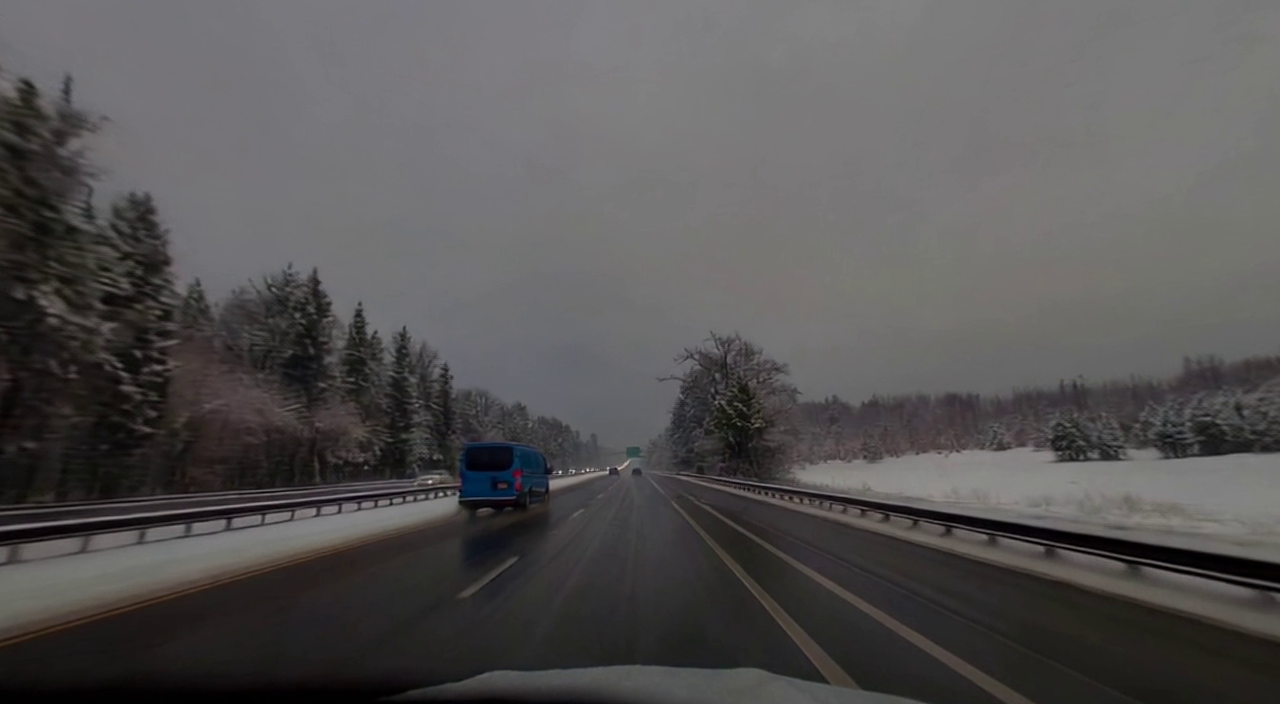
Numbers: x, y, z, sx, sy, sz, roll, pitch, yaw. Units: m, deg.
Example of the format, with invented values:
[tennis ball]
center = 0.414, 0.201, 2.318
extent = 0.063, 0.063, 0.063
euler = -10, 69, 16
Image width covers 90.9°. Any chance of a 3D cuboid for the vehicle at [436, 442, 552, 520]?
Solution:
[vehicle]
center = -3.857, 3.557, 17.639
extent = 2.100, 1.824, 4.634
euler = 1, -10, 0
